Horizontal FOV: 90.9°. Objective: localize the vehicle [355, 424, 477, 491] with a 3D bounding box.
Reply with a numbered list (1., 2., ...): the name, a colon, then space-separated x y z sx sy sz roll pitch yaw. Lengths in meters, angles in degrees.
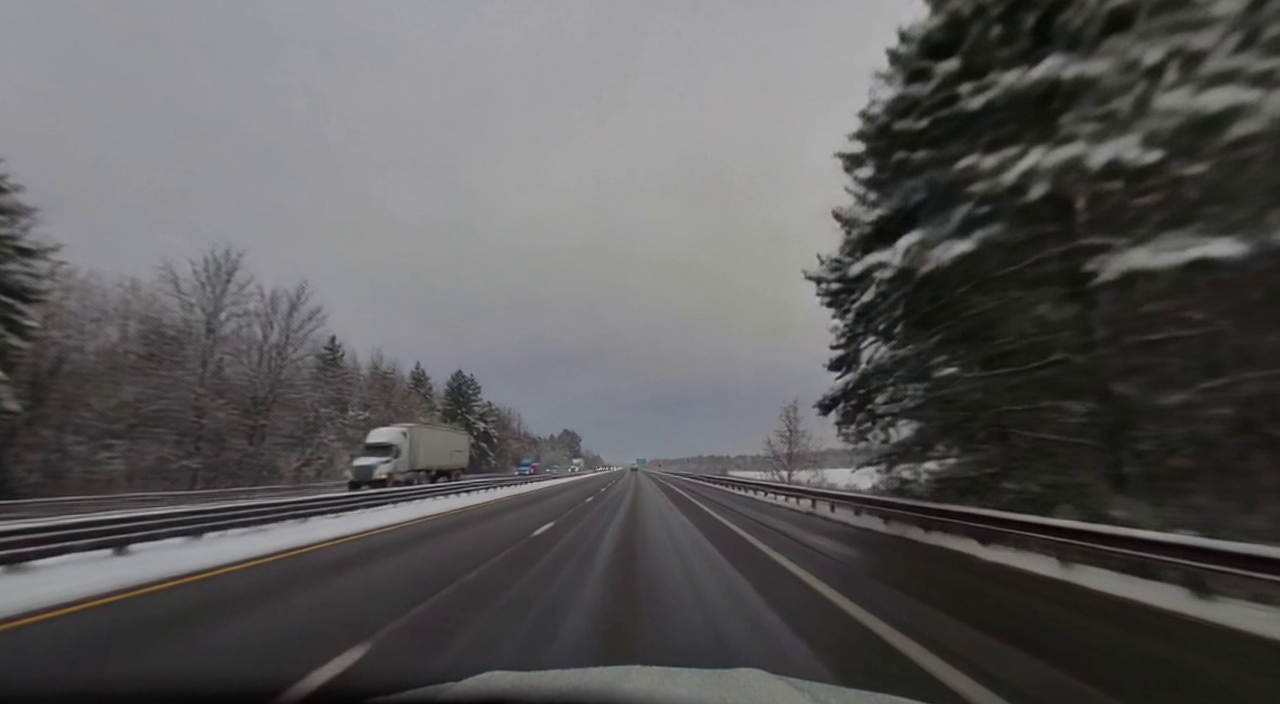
1. vehicle: -16.170 8.096 47.787 3.208 4.122 16.588 1 -10 0
